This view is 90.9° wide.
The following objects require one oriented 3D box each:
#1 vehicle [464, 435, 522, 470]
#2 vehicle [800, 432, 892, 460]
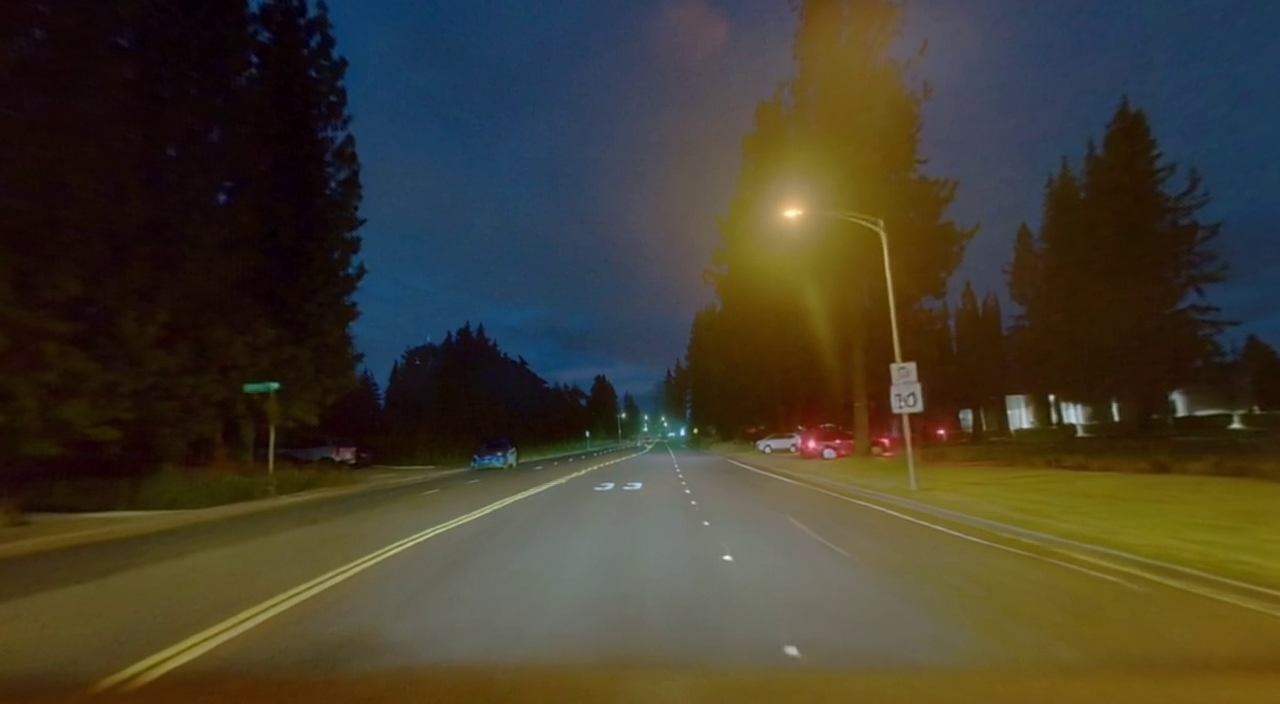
[{"bbox_3d":[-8.277,5.674,35.803,2.142,1.723,4.275,-3,-8,2],"label":"vehicle"},{"bbox_3d":[11.254,5.182,34.686,4.460,1.456,1.804,-1,-8,3],"label":"vehicle"}]
